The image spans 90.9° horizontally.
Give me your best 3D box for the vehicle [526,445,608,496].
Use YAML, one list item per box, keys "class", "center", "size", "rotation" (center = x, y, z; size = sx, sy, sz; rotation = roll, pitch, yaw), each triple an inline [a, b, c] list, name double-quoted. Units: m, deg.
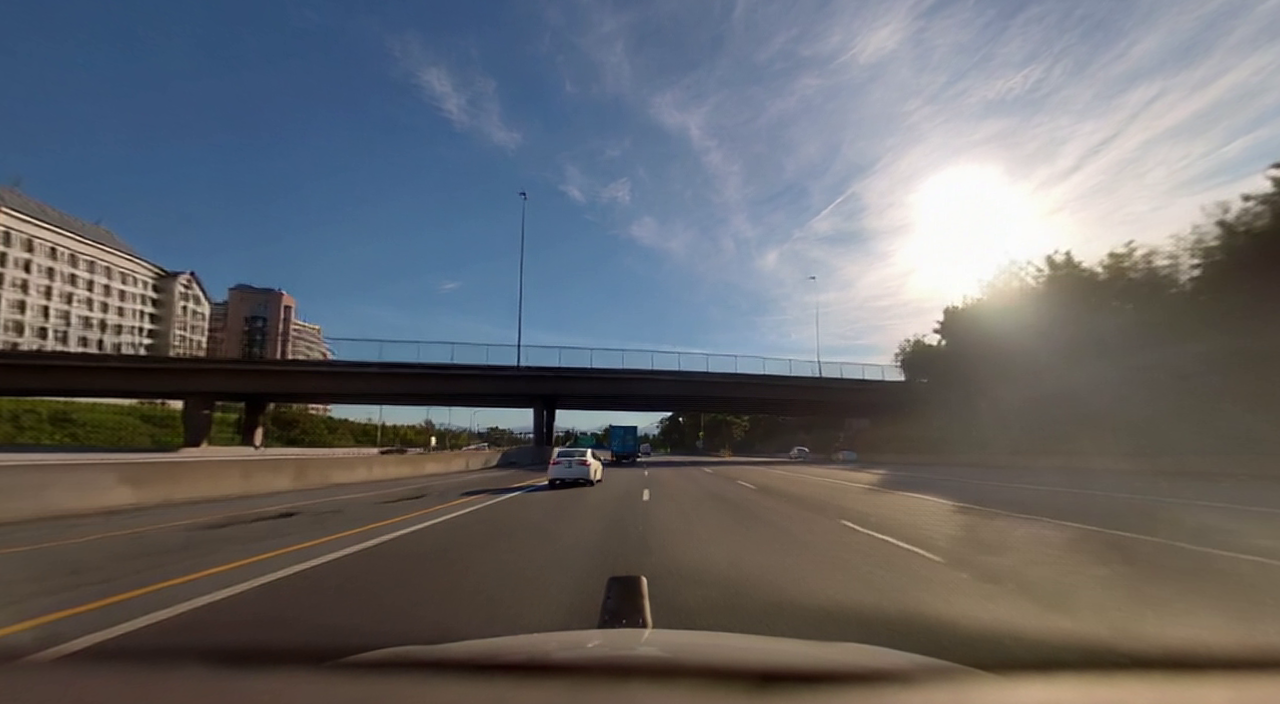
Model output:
- class: "vehicle"
  center: [-2.252, 3.838, 20.764]
  size: [2.039, 1.478, 4.483]
  rotation: [0, -9, 2]
